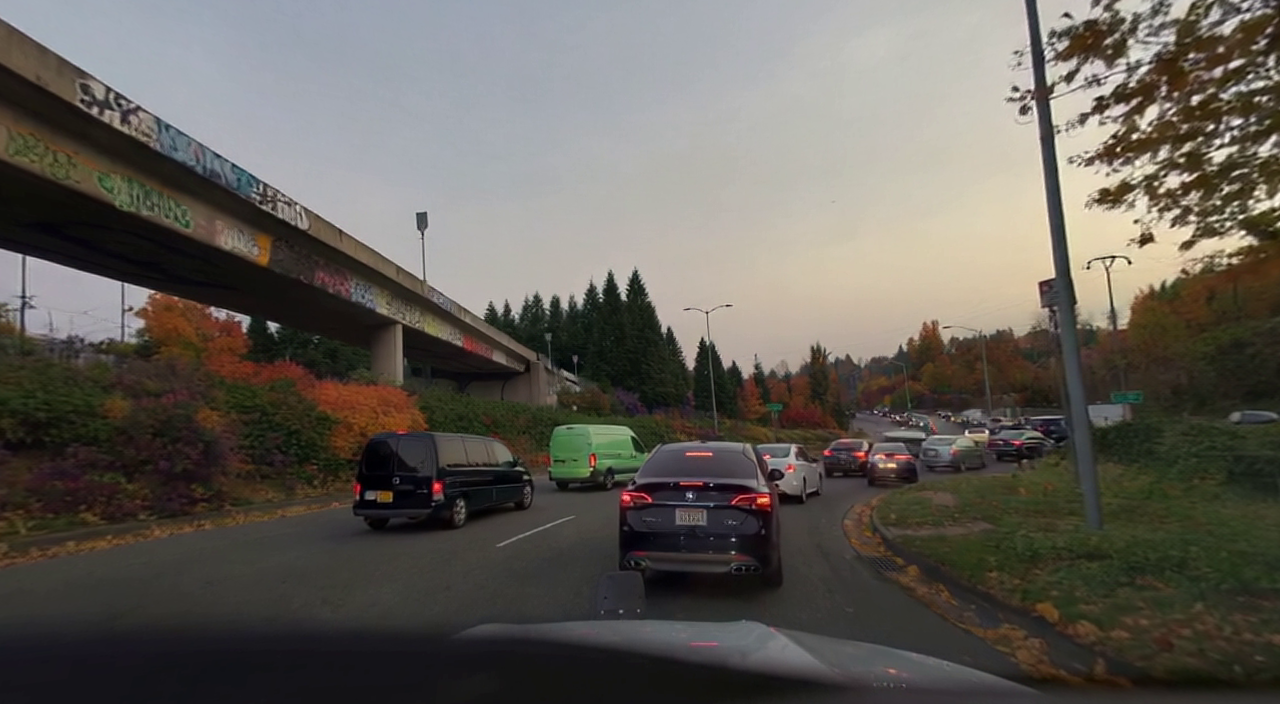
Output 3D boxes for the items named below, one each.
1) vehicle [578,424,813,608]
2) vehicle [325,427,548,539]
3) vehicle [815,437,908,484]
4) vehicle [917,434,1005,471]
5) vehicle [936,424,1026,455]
[{"bbox_3d":[0.903,1.695,7.342,2.064,1.515,3.722,-3,-9,15],"label":"vehicle"},{"bbox_3d":[-3.235,2.179,10.992,1.921,1.554,4.081,-2,-9,11],"label":"vehicle"},{"bbox_3d":[7.765,3.729,21.783,1.780,1.446,3.902,-7,-11,38],"label":"vehicle"},{"bbox_3d":[14.178,4.420,27.629,3.934,1.485,1.763,6,-11,-36],"label":"vehicle"},{"bbox_3d":[19.166,4.937,35.234,4.309,1.613,1.909,3,-9,-18],"label":"vehicle"}]
